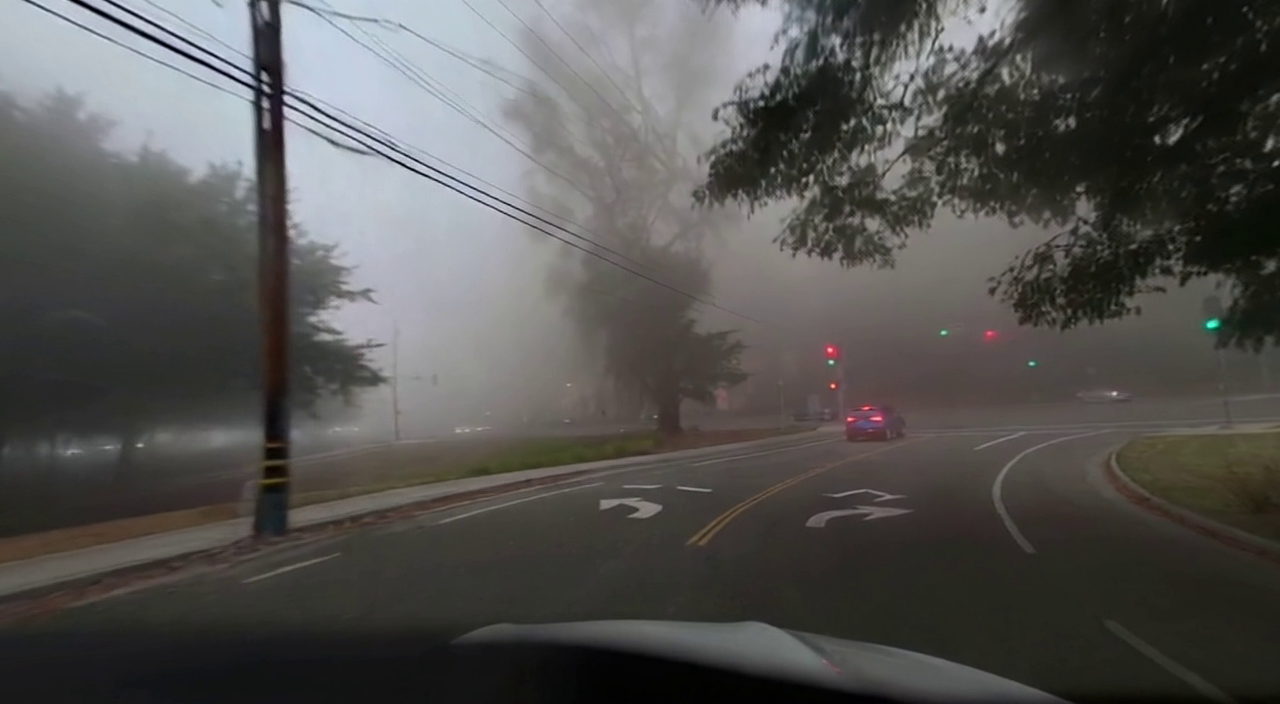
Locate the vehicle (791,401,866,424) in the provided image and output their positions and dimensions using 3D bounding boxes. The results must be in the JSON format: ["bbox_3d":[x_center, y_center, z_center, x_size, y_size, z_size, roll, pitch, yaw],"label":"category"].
[{"bbox_3d":[13.542,4.387,45.429,4.757,1.442,1.858,-6,-6,37],"label":"vehicle"}]

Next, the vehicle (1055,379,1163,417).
[{"bbox_3d":[26.512,2.636,35.772,4.636,1.668,1.935,-9,-6,37],"label":"vehicle"}]

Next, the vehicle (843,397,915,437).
[{"bbox_3d":[11.858,3.274,31.088,1.928,1.726,4.704,-6,-10,37],"label":"vehicle"}]
